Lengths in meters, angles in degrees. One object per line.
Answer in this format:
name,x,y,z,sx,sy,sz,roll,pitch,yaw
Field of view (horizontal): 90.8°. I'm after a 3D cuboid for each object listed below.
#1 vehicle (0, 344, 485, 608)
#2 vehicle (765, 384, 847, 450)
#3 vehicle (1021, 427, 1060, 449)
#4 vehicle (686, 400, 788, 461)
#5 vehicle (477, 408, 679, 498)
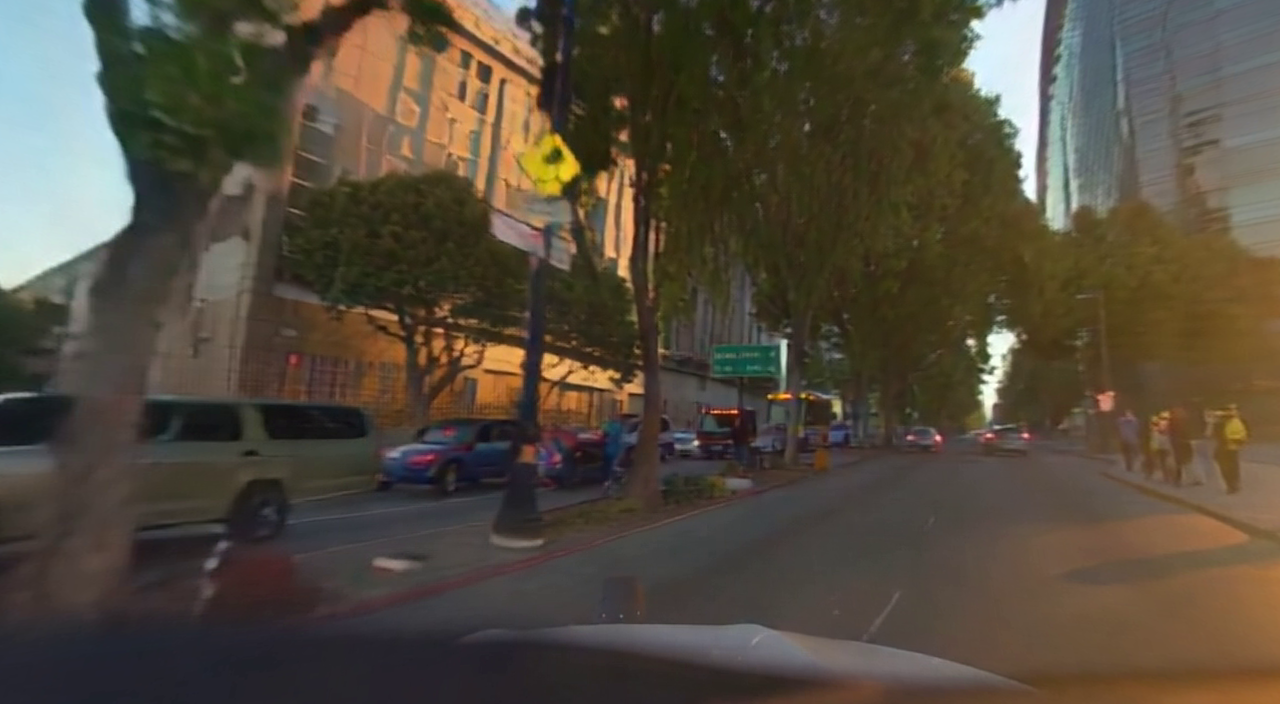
vehicle,-4.177,1.199,6.896,2.053,1.798,4.841,-4,-9,28
vehicle,7.740,3.101,29.004,2.268,2.708,5.699,-4,-9,28
vehicle,29.693,6.404,46.940,1.888,1.536,4.381,-4,-9,26
vehicle,3.452,2.737,21.717,1.988,1.855,4.599,-4,-9,28
vehicle,-1.015,2.025,12.975,1.826,1.488,4.628,-4,-9,28
